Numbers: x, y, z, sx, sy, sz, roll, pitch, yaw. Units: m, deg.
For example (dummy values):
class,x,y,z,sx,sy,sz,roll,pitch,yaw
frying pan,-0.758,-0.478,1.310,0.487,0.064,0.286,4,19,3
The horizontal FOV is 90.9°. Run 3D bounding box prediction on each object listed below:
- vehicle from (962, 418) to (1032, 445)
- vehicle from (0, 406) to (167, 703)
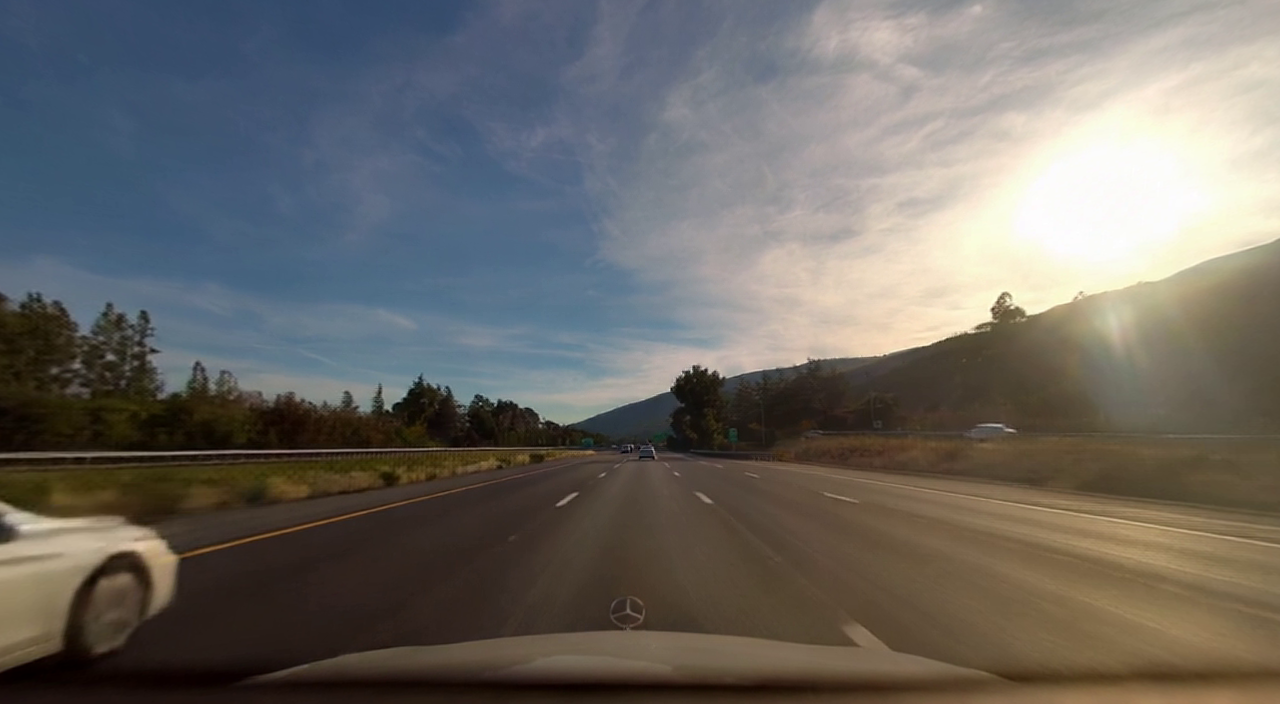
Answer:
class,x,y,z,sx,sy,sz,roll,pitch,yaw
vehicle,23.868,5.387,42.353,2.235,1.713,4.397,0,-8,1
vehicle,-4.119,0.851,1.830,2.021,1.526,4.385,0,-8,1
